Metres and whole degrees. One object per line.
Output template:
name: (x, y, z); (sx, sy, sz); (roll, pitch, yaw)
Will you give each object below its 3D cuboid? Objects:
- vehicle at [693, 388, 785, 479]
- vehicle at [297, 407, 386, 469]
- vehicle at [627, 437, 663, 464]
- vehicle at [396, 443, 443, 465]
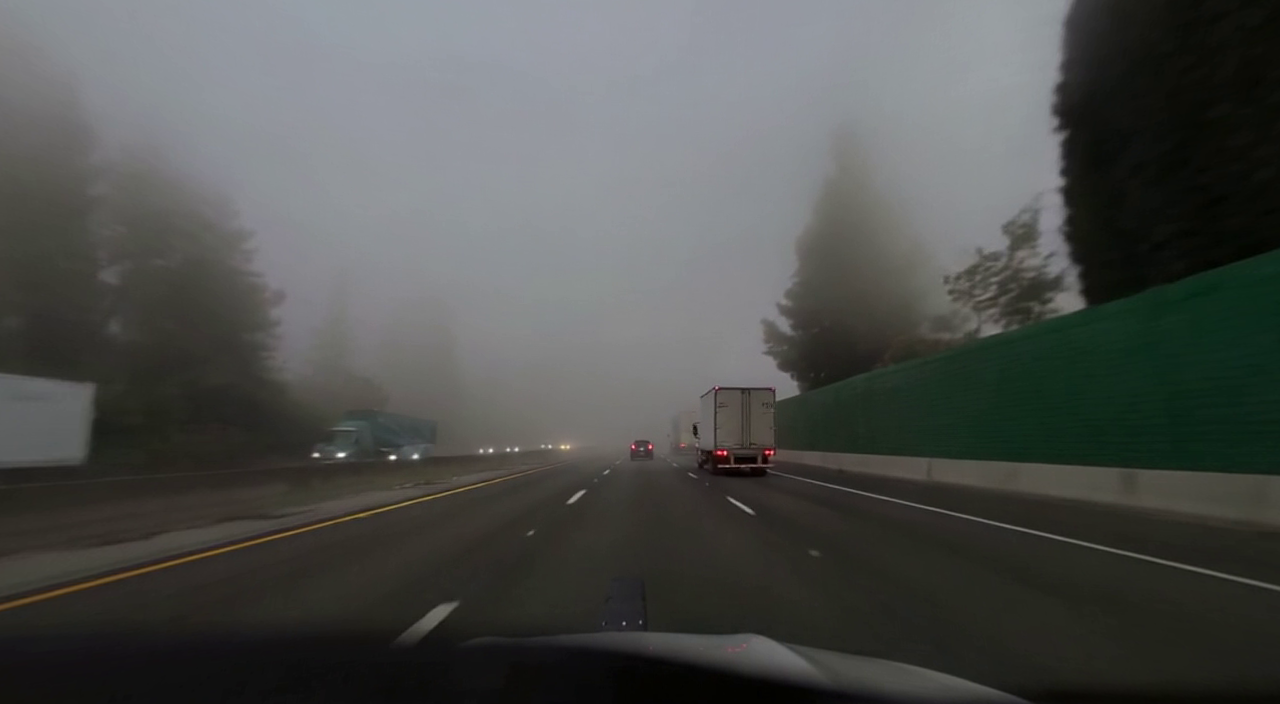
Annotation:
vehicle: (4.049, 3.646, 27.766); (2.742, 3.383, 8.285); (0, -8, 1)
vehicle: (-20.693, 6.018, 44.123); (2.952, 3.960, 6.390); (0, -8, 1)
vehicle: (0.328, 6.825, 43.865); (2.389, 1.760, 4.473); (0, -8, 1)
vehicle: (-16.063, 7.405, 45.984); (1.842, 1.480, 4.243); (0, -8, 1)
